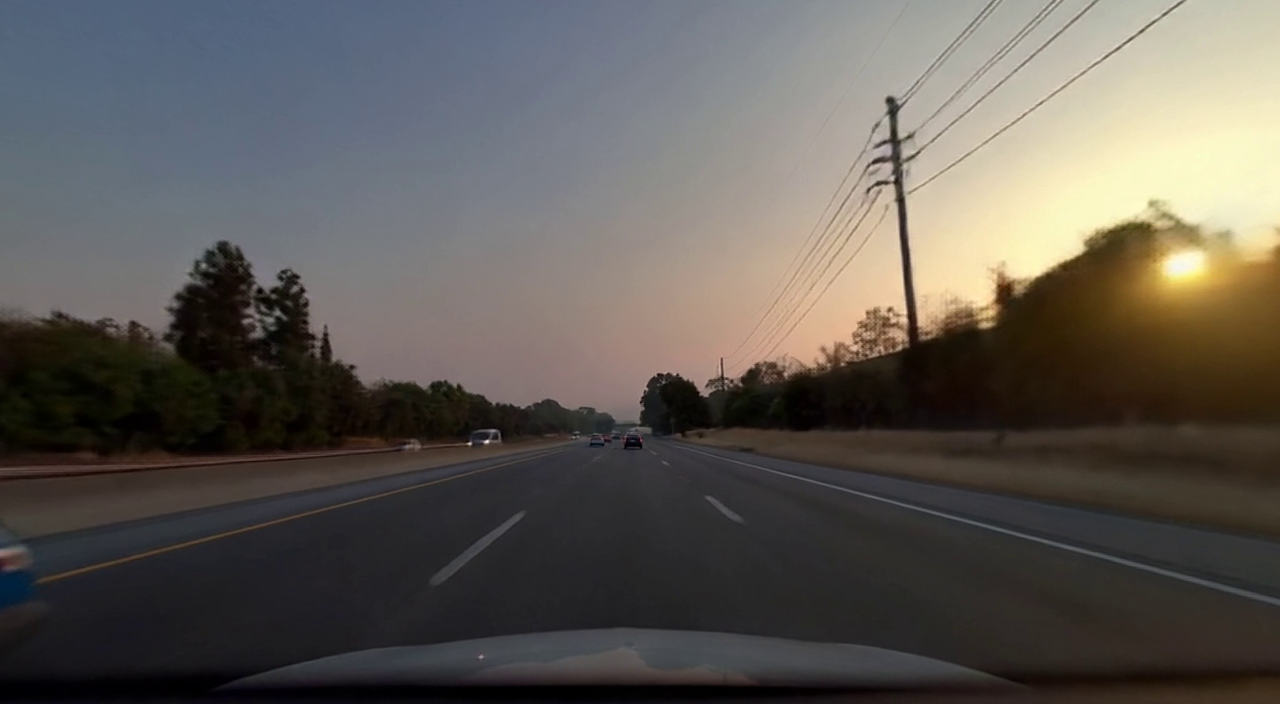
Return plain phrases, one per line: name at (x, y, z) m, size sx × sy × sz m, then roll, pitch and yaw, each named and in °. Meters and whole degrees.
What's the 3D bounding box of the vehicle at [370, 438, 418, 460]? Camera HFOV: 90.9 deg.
vehicle at (-17.657, 6.976, 45.412) m, size 1.827 × 1.463 × 3.892 m, roll 0°, pitch -8°, yaw 0°
